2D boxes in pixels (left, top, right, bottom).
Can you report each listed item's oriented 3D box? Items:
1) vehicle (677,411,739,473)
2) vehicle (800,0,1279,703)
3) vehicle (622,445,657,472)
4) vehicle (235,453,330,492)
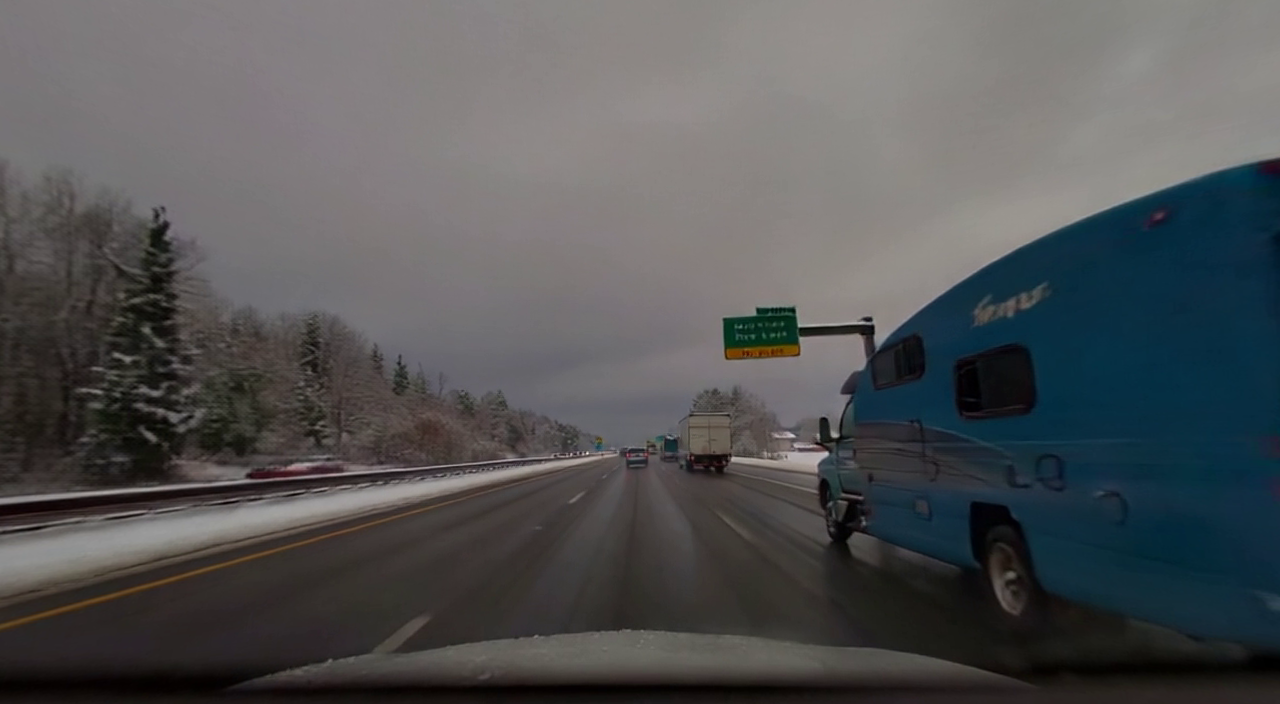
[{"bbox_3d":[4.106,5.782,40.153,2.931,3.530,8.760,0,-9,-1],"label":"vehicle"},{"bbox_3d":[3.648,0.495,4.934,2.698,3.001,7.323,0,-9,-1],"label":"vehicle"},{"bbox_3d":[-0.036,6.997,41.600,2.151,1.678,3.923,0,-9,0],"label":"vehicle"},{"bbox_3d":[-15.431,5.192,27.458,1.767,1.499,3.962,0,-9,0],"label":"vehicle"}]
